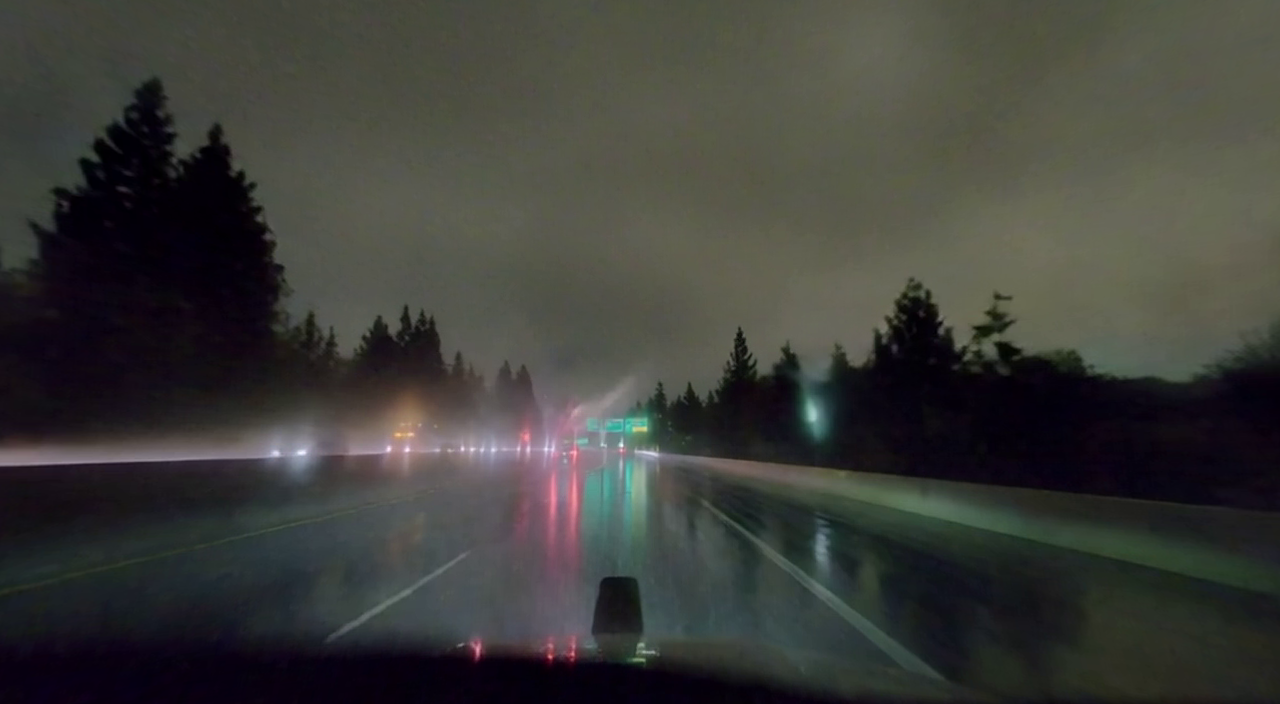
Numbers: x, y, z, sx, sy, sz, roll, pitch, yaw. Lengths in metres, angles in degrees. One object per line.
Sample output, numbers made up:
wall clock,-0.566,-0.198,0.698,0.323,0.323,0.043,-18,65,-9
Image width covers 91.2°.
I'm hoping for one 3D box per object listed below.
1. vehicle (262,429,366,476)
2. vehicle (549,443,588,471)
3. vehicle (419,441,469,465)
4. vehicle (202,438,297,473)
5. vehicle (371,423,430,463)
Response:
vehicle,-13.252,4.129,25.840,1.956,1.714,4.432,0,-9,-1
vehicle,-4.558,6.782,40.594,2.098,1.692,4.038,0,-9,-1
vehicle,-13.602,7.038,43.774,2.021,1.520,4.580,0,-9,-1
vehicle,-18.536,4.939,29.988,1.907,1.516,4.127,0,-9,0
vehicle,-18.530,7.132,48.815,2.305,2.886,6.006,0,-9,-1
